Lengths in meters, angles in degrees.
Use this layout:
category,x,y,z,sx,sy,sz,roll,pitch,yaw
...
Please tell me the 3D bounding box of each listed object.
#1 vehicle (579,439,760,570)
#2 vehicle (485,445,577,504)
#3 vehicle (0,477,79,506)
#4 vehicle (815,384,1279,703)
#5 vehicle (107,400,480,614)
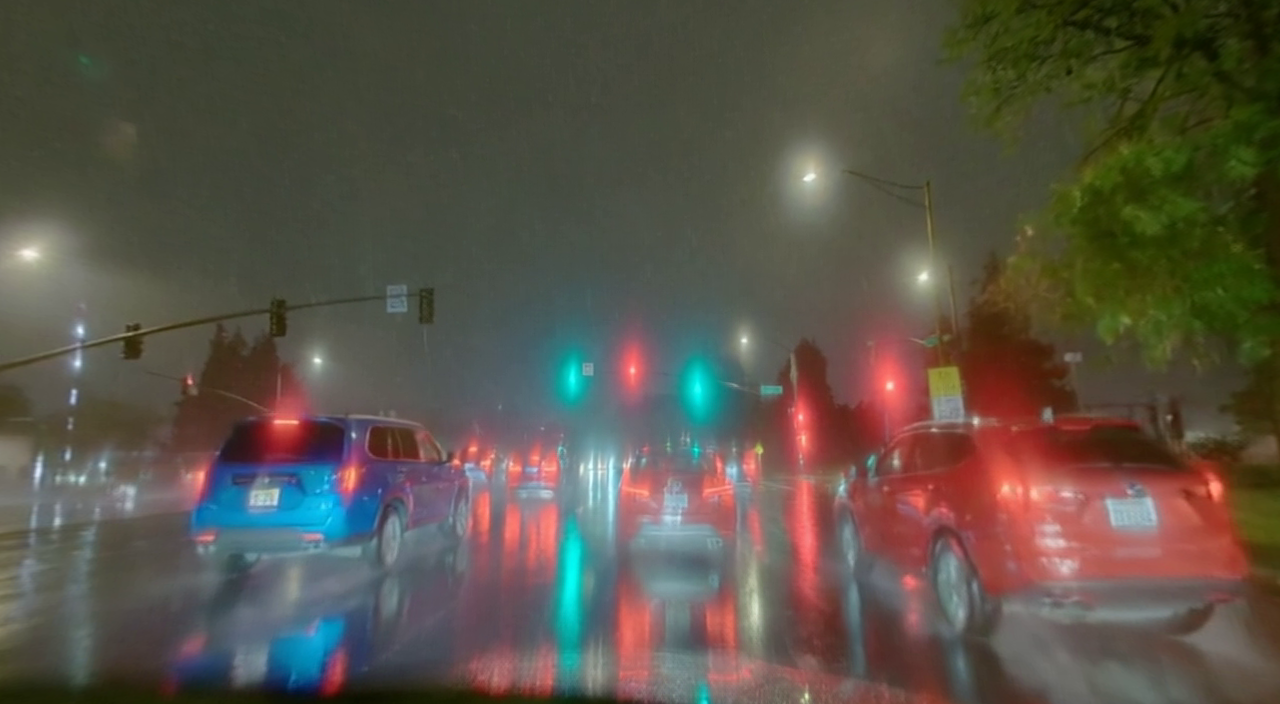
category,x,y,z,sx,sy,sz,roll,pitch,yaw
vehicle,0.292,2.026,9.134,2.051,1.460,3.932,0,-8,-1
vehicle,-3.029,3.493,18.374,1.868,1.516,4.114,0,-8,1
vehicle,-35.099,7.898,35.755,4.401,1.464,1.980,0,-8,2
vehicle,3.175,1.382,5.749,1.880,1.747,4.500,0,-8,1
vehicle,-3.446,1.605,7.439,1.889,1.767,4.289,0,-8,1
